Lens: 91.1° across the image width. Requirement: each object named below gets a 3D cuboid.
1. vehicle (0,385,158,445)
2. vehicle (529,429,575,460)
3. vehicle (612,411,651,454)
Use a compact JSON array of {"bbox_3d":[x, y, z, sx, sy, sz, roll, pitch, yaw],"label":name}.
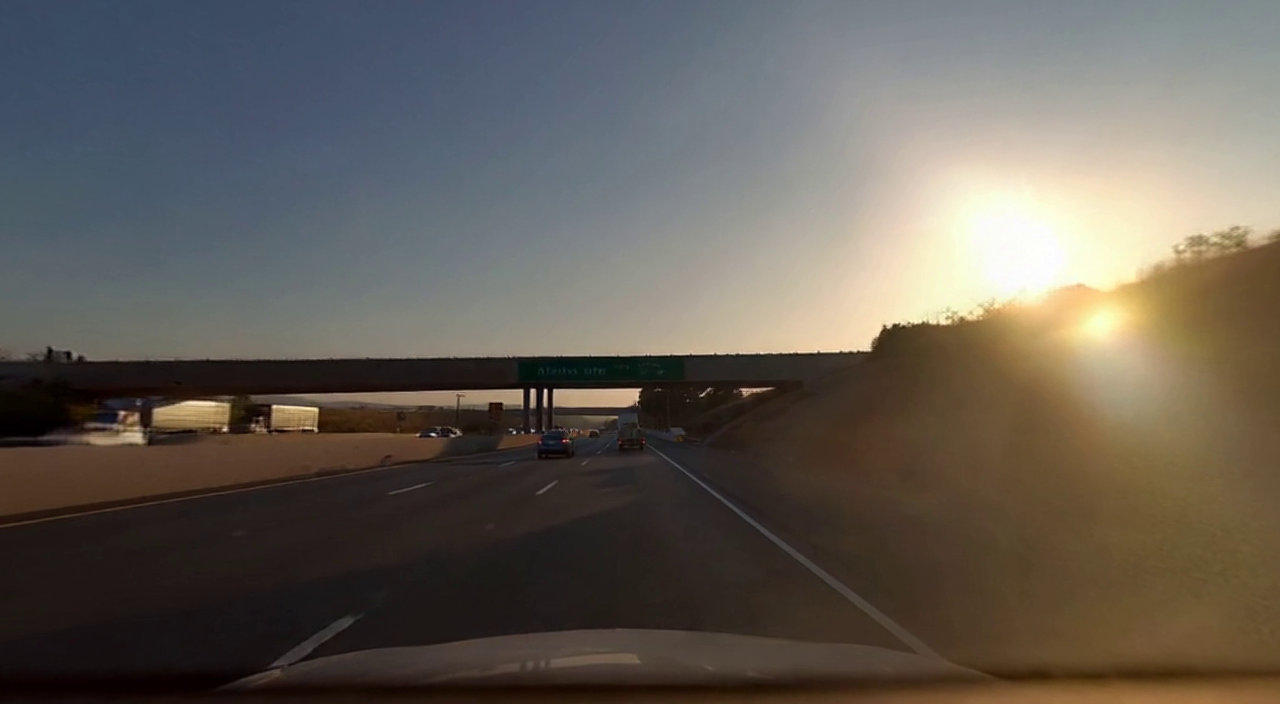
[{"bbox_3d":[-42.038,4.922,47.258,2.920,3.981,10.604,0,-8,1],"label":"vehicle"},{"bbox_3d":[-4.644,4.937,33.578,1.932,1.544,3.864,0,-8,0],"label":"vehicle"},{"bbox_3d":[-0.625,5.490,42.700,2.418,2.704,6.445,0,-8,-1],"label":"vehicle"}]
